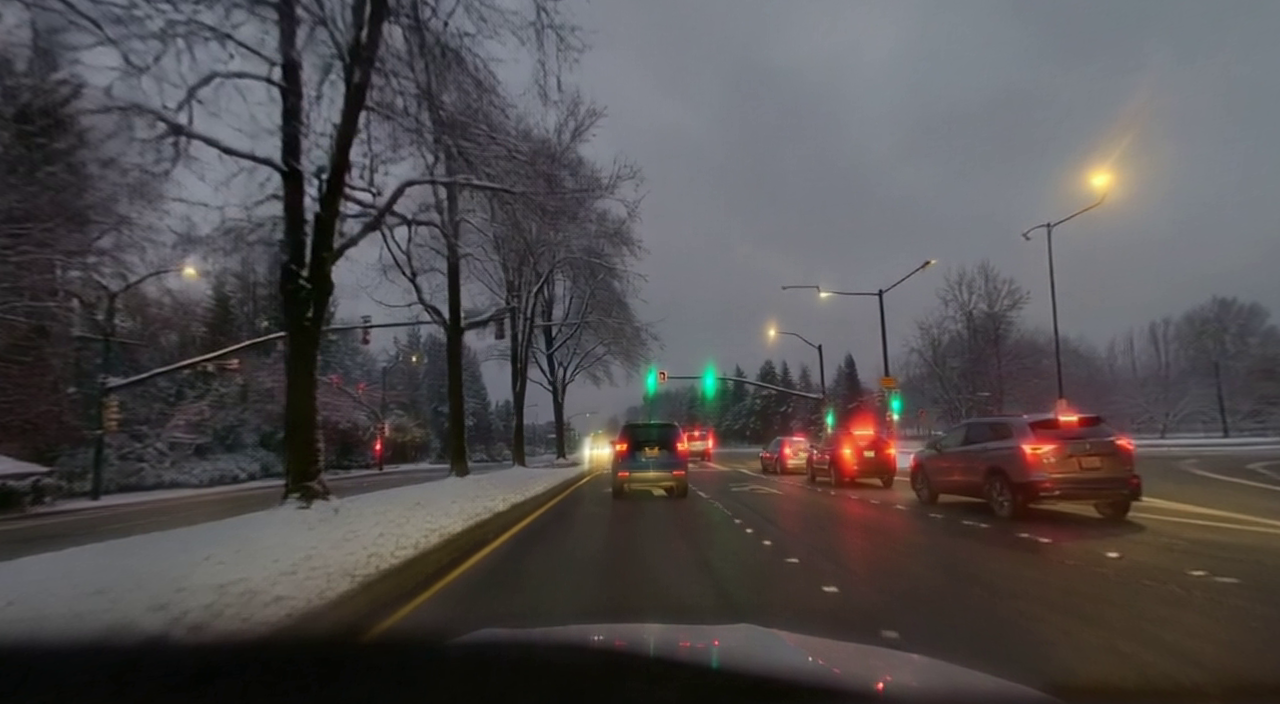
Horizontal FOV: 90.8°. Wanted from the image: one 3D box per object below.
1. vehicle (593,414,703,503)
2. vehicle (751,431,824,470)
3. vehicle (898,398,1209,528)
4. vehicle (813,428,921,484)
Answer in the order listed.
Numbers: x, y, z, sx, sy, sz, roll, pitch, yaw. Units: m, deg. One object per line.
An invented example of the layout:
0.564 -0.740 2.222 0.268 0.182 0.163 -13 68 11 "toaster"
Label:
0.148 2.599 15.688 2.353 1.894 4.122 0 -9 -1 "vehicle"
7.339 4.986 32.002 2.440 1.775 4.791 0 -9 -1 "vehicle"
7.128 2.026 11.932 2.251 1.873 5.346 0 -9 0 "vehicle"
7.343 3.431 20.942 2.025 1.642 4.189 0 -9 0 "vehicle"
